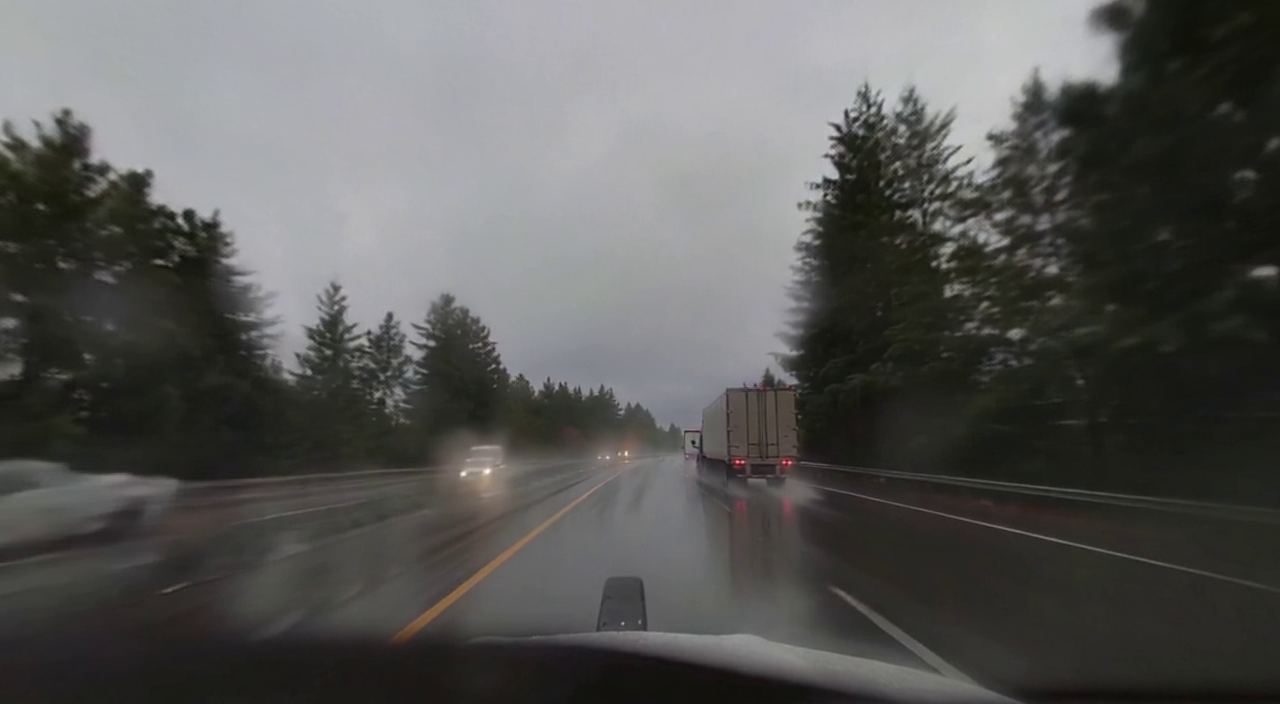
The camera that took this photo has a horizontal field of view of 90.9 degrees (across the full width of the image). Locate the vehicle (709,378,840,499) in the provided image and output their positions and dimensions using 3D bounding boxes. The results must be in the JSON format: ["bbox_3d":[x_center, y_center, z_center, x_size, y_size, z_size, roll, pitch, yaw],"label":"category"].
[{"bbox_3d":[4.626,3.460,24.619,2.866,3.558,11.674,0,-9,2],"label":"vehicle"}]

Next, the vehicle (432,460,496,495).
[{"bbox_3d":[-8.565,6.110,31.032,1.923,1.516,4.159,0,-9,1],"label":"vehicle"}]

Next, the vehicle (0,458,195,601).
[{"bbox_3d":[-8.646,2.320,8.687,2.086,1.633,3.917,0,-9,1],"label":"vehicle"}]
